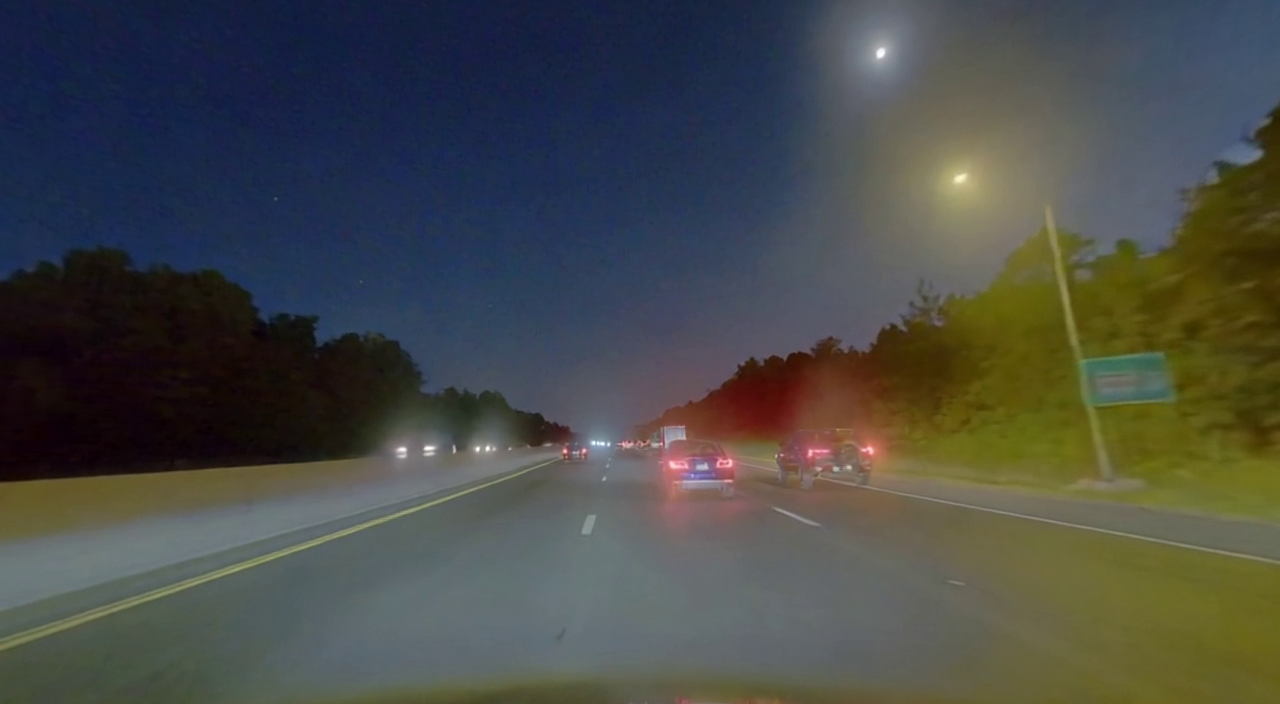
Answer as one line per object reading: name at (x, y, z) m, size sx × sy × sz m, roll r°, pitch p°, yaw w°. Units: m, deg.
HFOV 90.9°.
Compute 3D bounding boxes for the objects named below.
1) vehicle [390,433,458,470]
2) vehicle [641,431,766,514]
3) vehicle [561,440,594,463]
vehicle at (-11.569, 5.337, 34.174) m, size 2.083 × 1.845 × 5.012 m, roll 0°, pitch -8°, yaw -2°
vehicle at (1.181, 2.548, 14.054) m, size 1.961 × 1.495 × 4.743 m, roll 1°, pitch -8°, yaw -4°
vehicle at (-4.252, 6.851, 43.699) m, size 2.055 × 1.466 × 4.317 m, roll 0°, pitch -8°, yaw -3°
